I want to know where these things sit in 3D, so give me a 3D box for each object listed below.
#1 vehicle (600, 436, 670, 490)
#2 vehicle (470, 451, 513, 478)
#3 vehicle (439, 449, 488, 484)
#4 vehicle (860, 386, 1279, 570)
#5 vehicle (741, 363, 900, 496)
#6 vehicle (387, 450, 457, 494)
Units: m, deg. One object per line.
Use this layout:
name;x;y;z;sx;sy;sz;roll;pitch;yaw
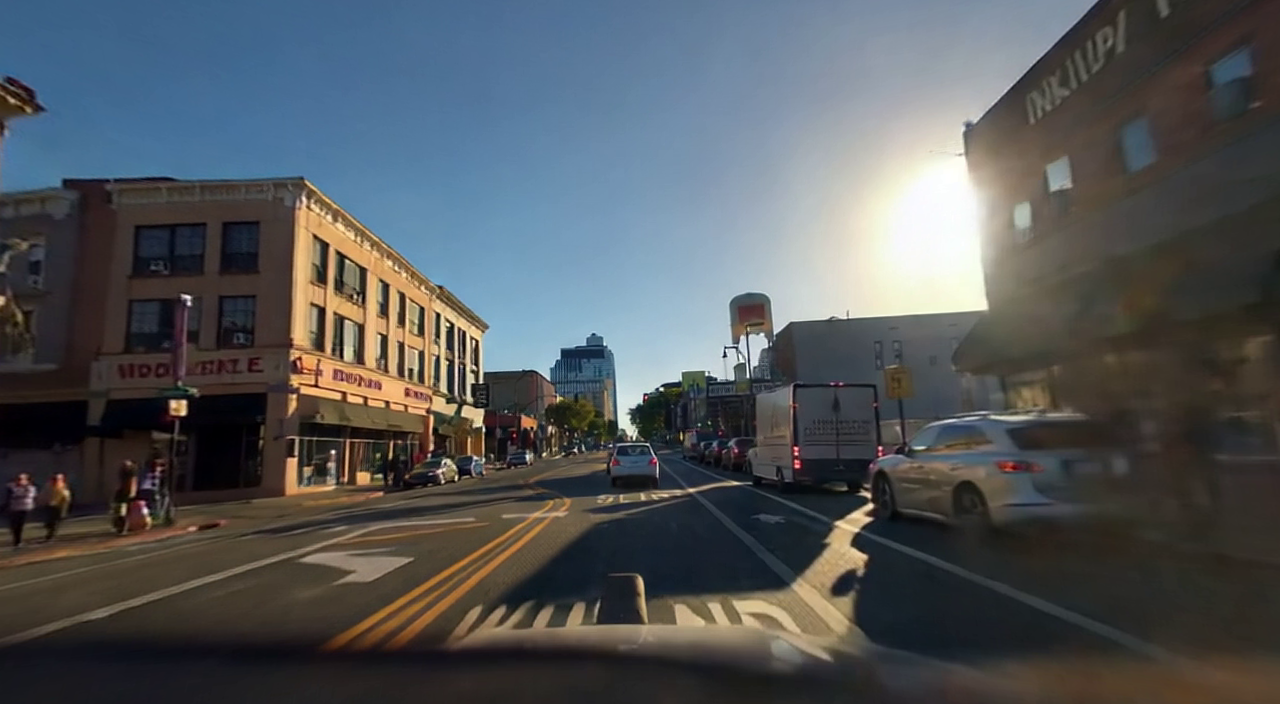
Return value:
vehicle;-0.157;3.636;21.053;2.086;1.575;4.205;0;-8;0
vehicle;-11.083;8.412;47.534;1.920;1.498;4.591;-5;-6;2
vehicle;-11.369;7.350;40.938;1.872;1.731;4.656;-4;-6;-1
vehicle;5.593;1.747;9.596;2.367;1.917;5.810;0;-8;-1
vehicle;5.430;2.611;20.720;2.893;3.553;7.295;0;-8;-1
vehicle;-11.278;6.190;32.983;2.055;1.685;4.370;-5;-6;-1
